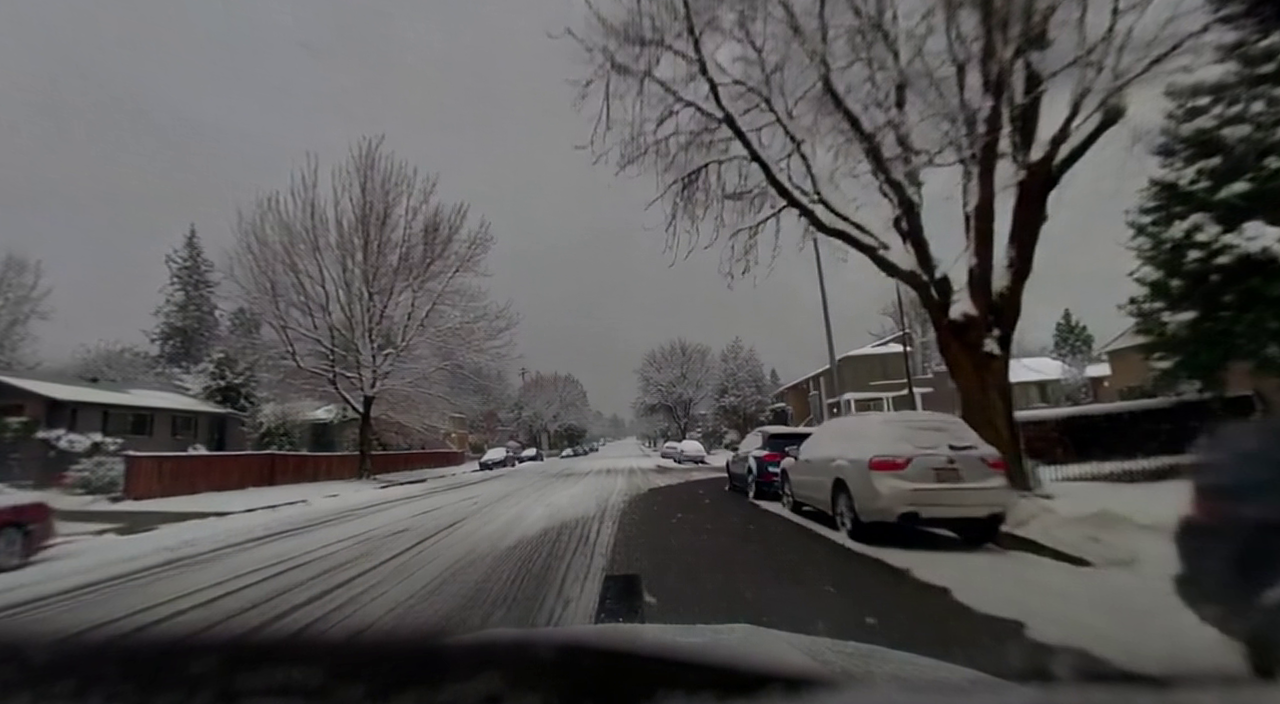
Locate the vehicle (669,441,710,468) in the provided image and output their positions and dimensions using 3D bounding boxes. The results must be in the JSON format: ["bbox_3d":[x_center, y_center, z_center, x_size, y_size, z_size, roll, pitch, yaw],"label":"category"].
[{"bbox_3d":[2.929,6.224,38.426,1.927,1.529,4.144,0,-8,-3],"label":"vehicle"}]

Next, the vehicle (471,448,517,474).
[{"bbox_3d":[-8.795,6.581,38.479,1.937,1.427,4.510,0,-8,-3],"label":"vehicle"}]

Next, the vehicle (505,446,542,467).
[{"bbox_3d":[-9.121,8.188,49.754,2.027,1.584,4.476,0,-8,1],"label":"vehicle"}]

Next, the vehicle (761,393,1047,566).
[{"bbox_3d":[3.149,1.635,8.807,1.928,1.751,4.537,0,-8,-1],"label":"vehicle"}]
